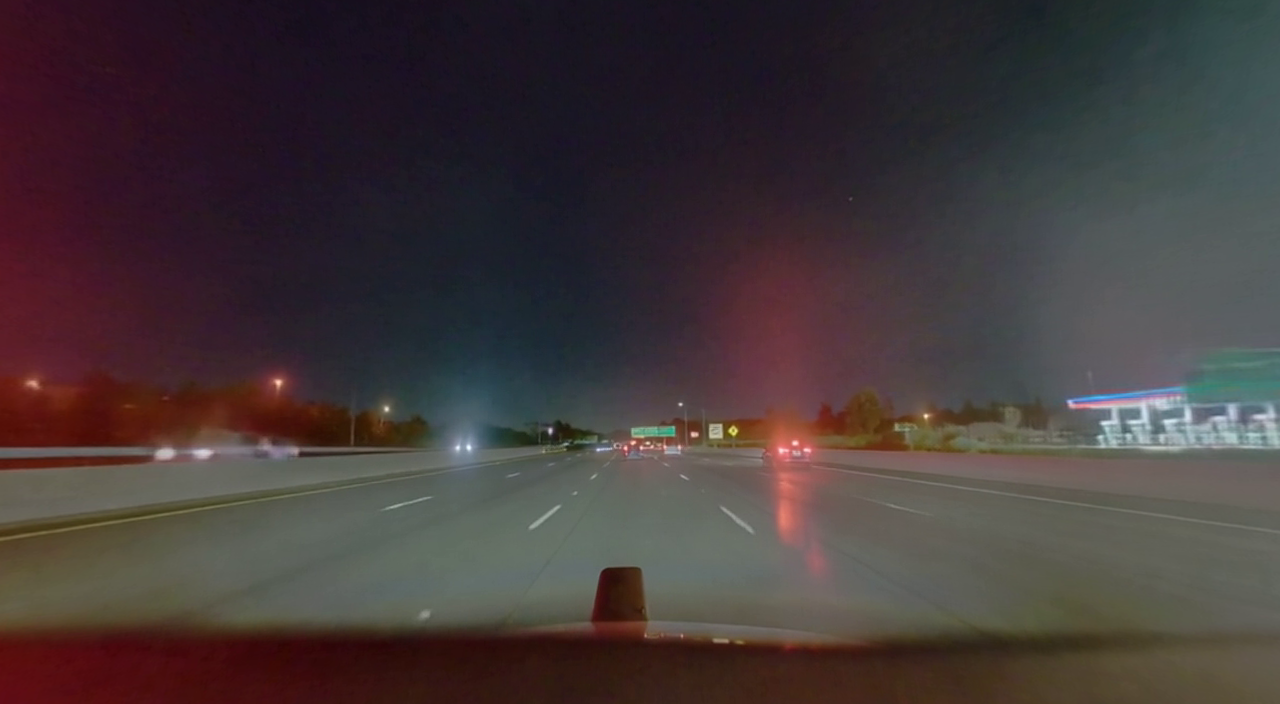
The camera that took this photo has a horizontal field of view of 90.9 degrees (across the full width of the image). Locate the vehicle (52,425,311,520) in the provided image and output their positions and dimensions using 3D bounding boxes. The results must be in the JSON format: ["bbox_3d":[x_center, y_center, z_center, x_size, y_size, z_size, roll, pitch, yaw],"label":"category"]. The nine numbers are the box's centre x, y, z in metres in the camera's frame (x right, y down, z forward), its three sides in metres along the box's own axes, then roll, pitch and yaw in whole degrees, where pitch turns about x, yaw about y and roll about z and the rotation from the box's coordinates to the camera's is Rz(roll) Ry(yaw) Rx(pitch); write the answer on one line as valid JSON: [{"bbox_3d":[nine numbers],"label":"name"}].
[{"bbox_3d":[-9.778,2.577,14.191,2.005,1.725,5.137,0,-8,-1],"label":"vehicle"}]

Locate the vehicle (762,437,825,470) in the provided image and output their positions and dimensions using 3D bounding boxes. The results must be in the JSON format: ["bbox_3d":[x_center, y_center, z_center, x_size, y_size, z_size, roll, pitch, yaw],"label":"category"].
[{"bbox_3d":[7.333,4.907,30.584,1.867,1.463,4.295,0,-8,-1],"label":"vehicle"}]

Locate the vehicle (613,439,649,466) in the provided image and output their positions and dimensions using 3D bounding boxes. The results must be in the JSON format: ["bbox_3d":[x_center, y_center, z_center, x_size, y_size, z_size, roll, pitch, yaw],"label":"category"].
[{"bbox_3d":[-0.531,5.817,36.615,1.999,1.473,4.351,0,-8,-1],"label":"vehicle"}]
